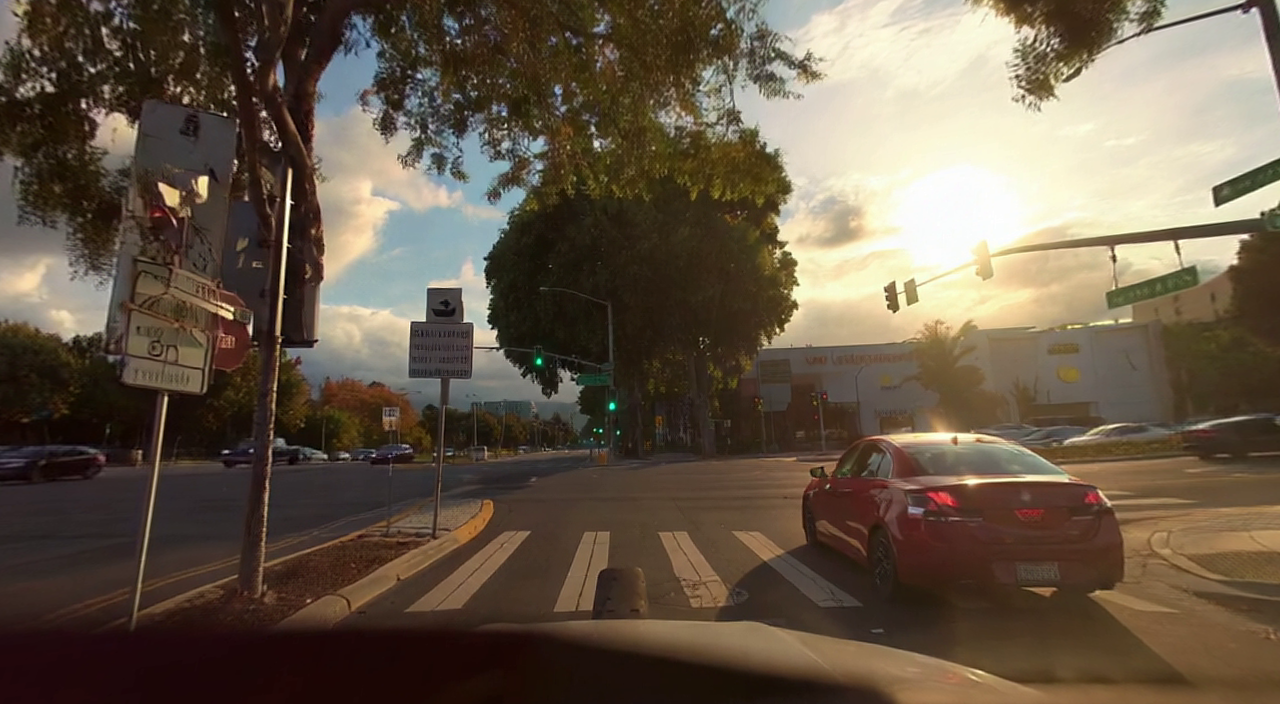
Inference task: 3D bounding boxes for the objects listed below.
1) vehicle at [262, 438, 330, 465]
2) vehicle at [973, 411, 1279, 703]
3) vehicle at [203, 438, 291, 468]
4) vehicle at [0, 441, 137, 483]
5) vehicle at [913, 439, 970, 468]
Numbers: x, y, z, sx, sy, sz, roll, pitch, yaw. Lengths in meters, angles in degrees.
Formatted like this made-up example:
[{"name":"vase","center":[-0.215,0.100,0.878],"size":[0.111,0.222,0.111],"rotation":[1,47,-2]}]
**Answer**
[{"name":"vehicle","center":[-23.555,6.840,43.382],"size":[2.111,1.742,4.757],"rotation":[0,-8,-2]},{"name":"vehicle","center":[4.110,1.070,3.319],"size":[1.940,1.487,4.562],"rotation":[0,-8,-5]},{"name":"vehicle","center":[-27.341,7.057,44.233],"size":[2.233,1.889,6.305],"rotation":[0,-8,-1]},{"name":"vehicle","center":[-22.493,4.218,24.433],"size":[2.206,1.447,4.697],"rotation":[0,-8,-2]},{"name":"vehicle","center":[16.974,5.685,35.373],"size":[1.930,1.492,4.703],"rotation":[-7,-10,36]}]
